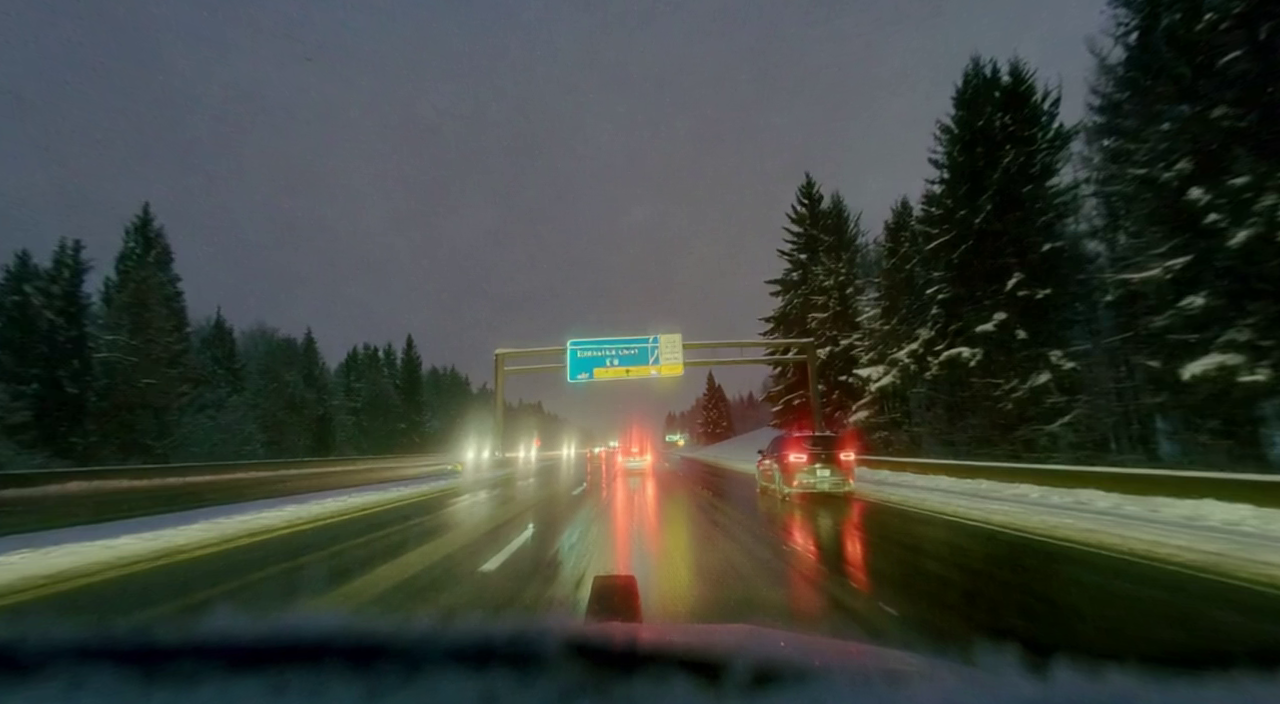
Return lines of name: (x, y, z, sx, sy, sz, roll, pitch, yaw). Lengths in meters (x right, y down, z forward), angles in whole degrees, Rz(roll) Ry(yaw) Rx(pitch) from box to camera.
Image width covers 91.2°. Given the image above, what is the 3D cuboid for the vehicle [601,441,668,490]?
vehicle: (-0.207, 3.850, 21.466, 2.066, 1.490, 3.759, 0, -9, -1)
